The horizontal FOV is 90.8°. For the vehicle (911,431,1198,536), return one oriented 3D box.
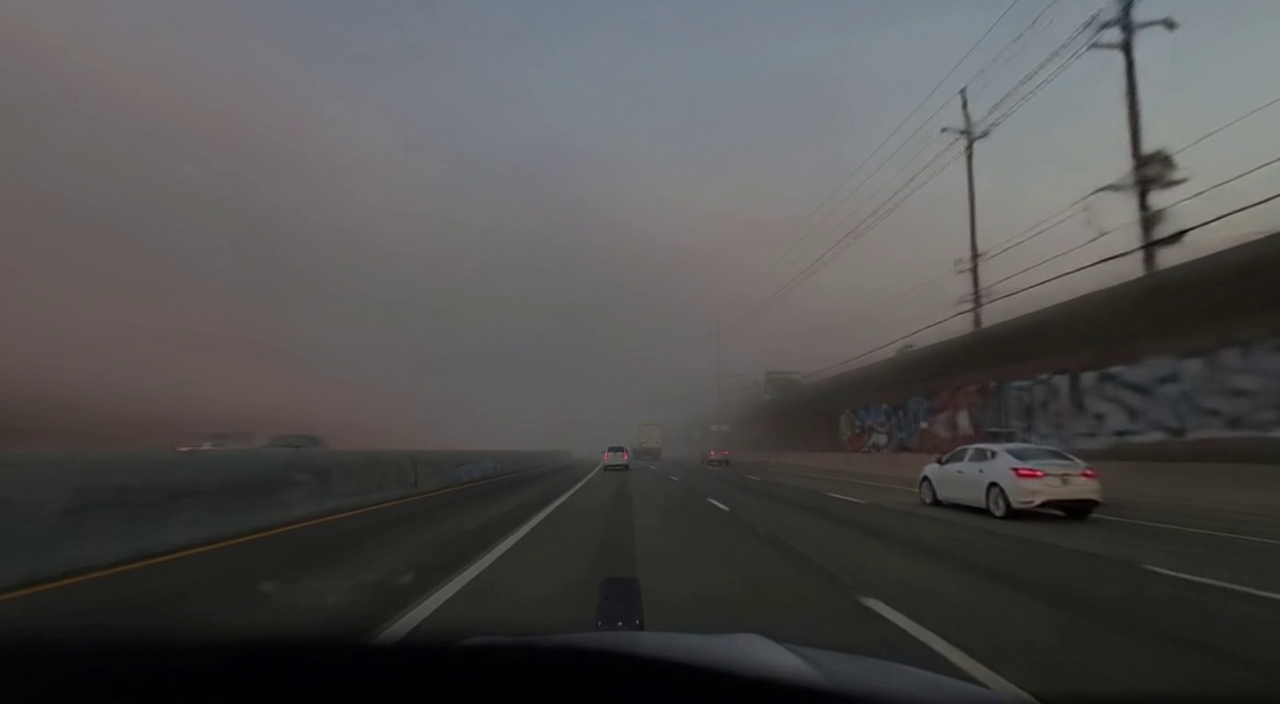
[{"bbox_3d":[7.071,2.276,11.602,2.032,1.525,4.631,0,-9,-1],"label":"vehicle"}]

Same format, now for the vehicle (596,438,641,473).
[{"bbox_3d":[-1.122,5.380,33.007,2.191,1.685,3.353,0,-9,-2],"label":"vehicle"}]

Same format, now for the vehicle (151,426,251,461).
[{"bbox_3d":[-21.353,4.498,30.947,1.878,1.566,4.240,0,-9,-1],"label":"vehicle"}]

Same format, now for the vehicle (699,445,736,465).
[{"bbox_3d":[5.964,8.004,49.345,2.018,1.451,4.762,1,-9,-4],"label":"vehicle"}]

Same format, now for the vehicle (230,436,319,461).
[{"bbox_3d":[-17.803,4.731,31.009,1.812,1.123,4.446,0,-9,-1],"label":"vehicle"}]
